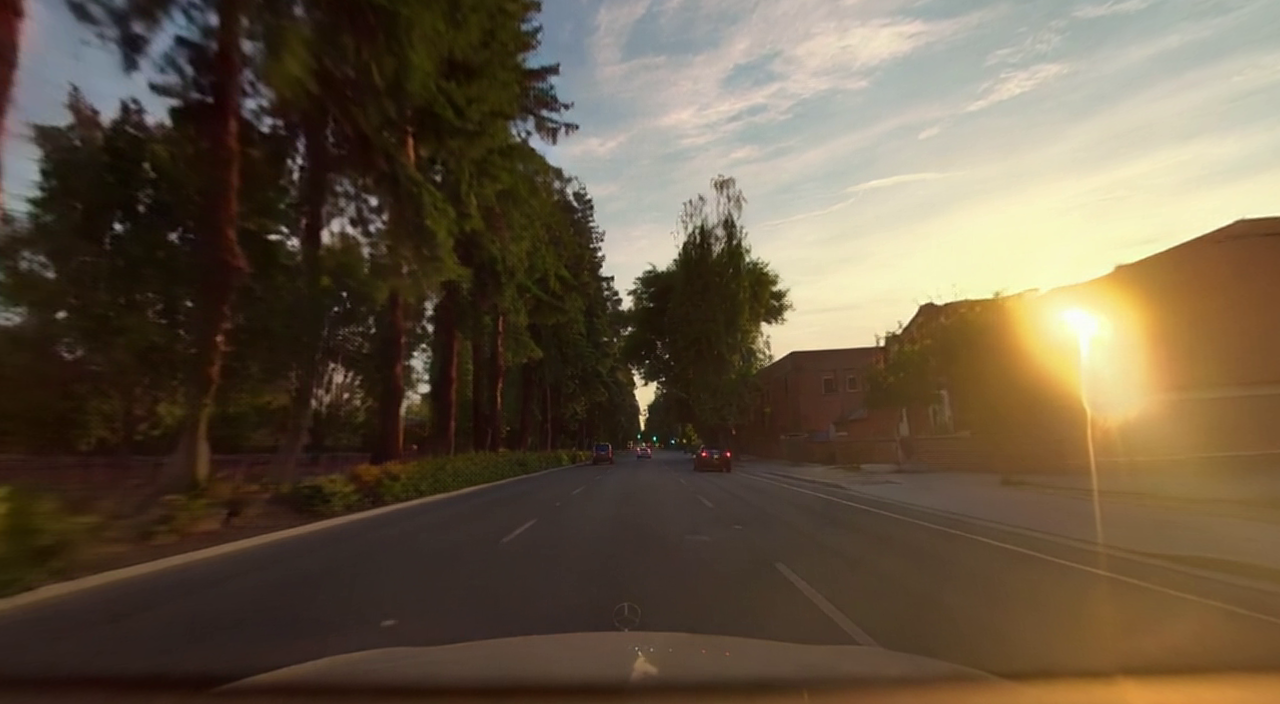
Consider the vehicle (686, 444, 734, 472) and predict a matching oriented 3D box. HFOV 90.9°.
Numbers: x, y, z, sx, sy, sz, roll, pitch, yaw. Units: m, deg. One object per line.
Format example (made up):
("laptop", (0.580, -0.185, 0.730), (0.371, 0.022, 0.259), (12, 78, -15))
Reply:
("vehicle", (4.122, 6.319, 37.864), (2.237, 1.578, 4.621), (0, -8, -1))
